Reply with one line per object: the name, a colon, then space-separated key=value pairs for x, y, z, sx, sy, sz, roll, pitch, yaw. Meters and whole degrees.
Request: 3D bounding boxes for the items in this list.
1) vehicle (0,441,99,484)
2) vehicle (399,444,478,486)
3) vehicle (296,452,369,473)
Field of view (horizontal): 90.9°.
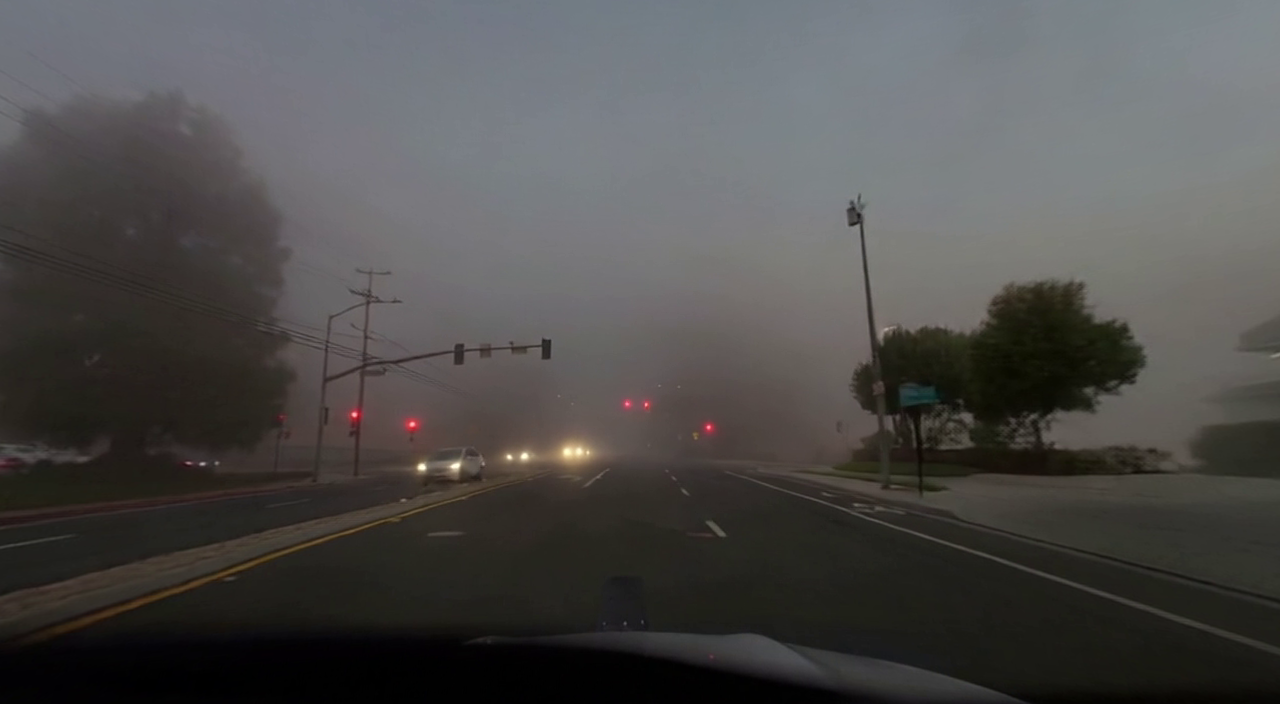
vehicle: x=-23.500 y=4.172 z=23.926 sx=4.116 sy=1.548 sz=1.923 roll=0 pitch=-9 yaw=1
vehicle: x=-8.723 y=4.897 z=27.665 sx=1.986 sy=1.665 sz=4.284 roll=0 pitch=-9 yaw=1
vehicle: x=-22.708 y=8.151 z=46.490 sx=5.038 sy=1.435 sz=2.074 roll=-4 pitch=-10 yaw=26
